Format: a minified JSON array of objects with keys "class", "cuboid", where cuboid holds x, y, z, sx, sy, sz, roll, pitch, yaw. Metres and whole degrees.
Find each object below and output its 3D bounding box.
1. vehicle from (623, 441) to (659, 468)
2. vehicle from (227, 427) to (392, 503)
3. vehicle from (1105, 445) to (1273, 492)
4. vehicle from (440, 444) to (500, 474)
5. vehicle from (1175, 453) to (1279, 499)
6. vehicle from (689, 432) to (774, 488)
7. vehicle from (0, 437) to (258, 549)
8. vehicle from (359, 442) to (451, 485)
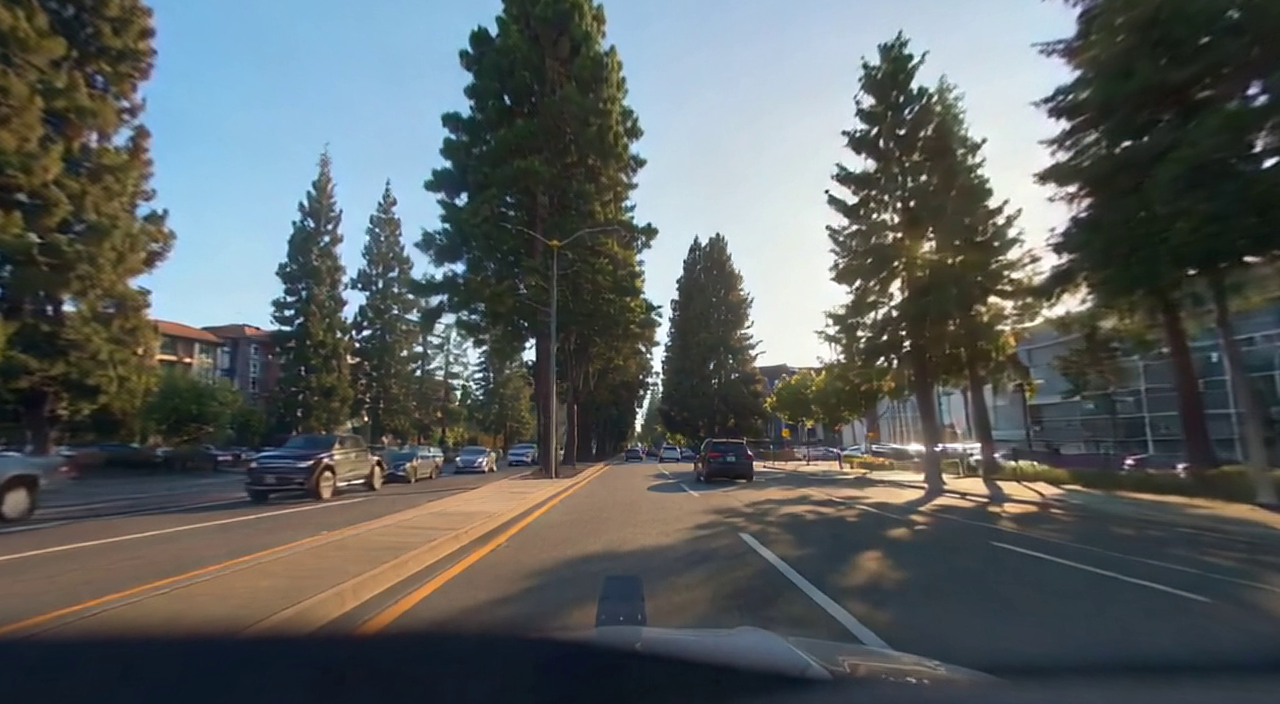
[{"class":"vehicle","cuboid":[0.029,6.446,39.950,2.145,1.572,4.021,0,-8,-1]},{"class":"vehicle","cuboid":[-9.038,3.121,17.894,2.024,1.822,4.824,0,-8,0]},{"class":"vehicle","cuboid":[20.558,4.347,23.814,4.519,1.657,1.944,0,-8,-2]},{"class":"vehicle","cuboid":[-9.065,5.727,34.069,1.938,1.464,4.340,0,-8,1]},{"class":"vehicle","cuboid":[20.676,4.133,21.194,3.914,1.421,1.695,0,-8,-2]},{"class":"vehicle","cuboid":[3.159,3.858,22.908,2.235,1.806,4.818,0,-8,-2]},{"class":"vehicle","cuboid":[-9.022,2.251,10.879,1.955,1.484,4.608,0,-8,0]},{"class":"vehicle","cuboid":[-8.882,4.227,24.281,1.864,1.500,4.294,0,-8,0]}]
